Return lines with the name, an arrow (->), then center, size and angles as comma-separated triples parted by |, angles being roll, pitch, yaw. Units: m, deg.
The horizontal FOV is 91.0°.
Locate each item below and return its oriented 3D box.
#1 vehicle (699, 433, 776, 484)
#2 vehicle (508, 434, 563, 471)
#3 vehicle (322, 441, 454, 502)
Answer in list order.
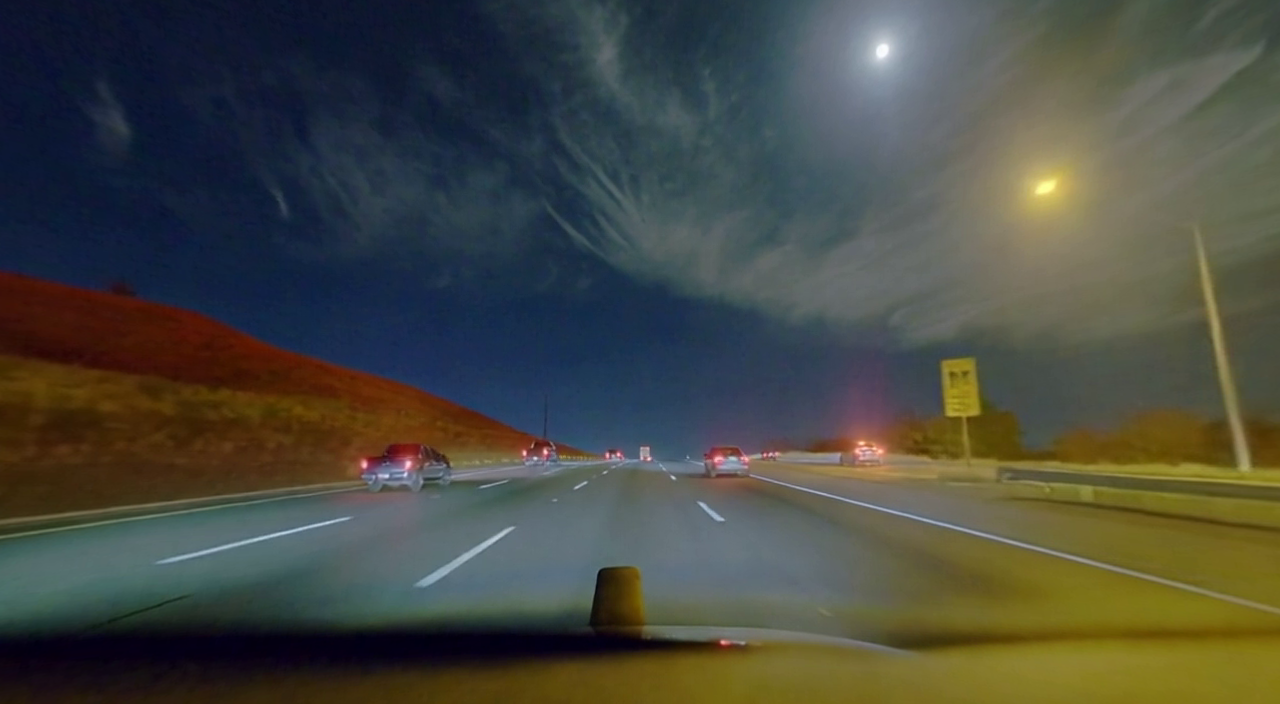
vehicle -> 3.688, 4.157, 24.816 | 2.231, 1.789, 4.700 | 0, -9, -1
vehicle -> -7.699, 7.538, 47.412 | 2.937, 2.509, 7.090 | 0, -9, 0
vehicle -> -7.189, 3.454, 18.646 | 1.935, 1.550, 4.883 | 0, -9, -1
